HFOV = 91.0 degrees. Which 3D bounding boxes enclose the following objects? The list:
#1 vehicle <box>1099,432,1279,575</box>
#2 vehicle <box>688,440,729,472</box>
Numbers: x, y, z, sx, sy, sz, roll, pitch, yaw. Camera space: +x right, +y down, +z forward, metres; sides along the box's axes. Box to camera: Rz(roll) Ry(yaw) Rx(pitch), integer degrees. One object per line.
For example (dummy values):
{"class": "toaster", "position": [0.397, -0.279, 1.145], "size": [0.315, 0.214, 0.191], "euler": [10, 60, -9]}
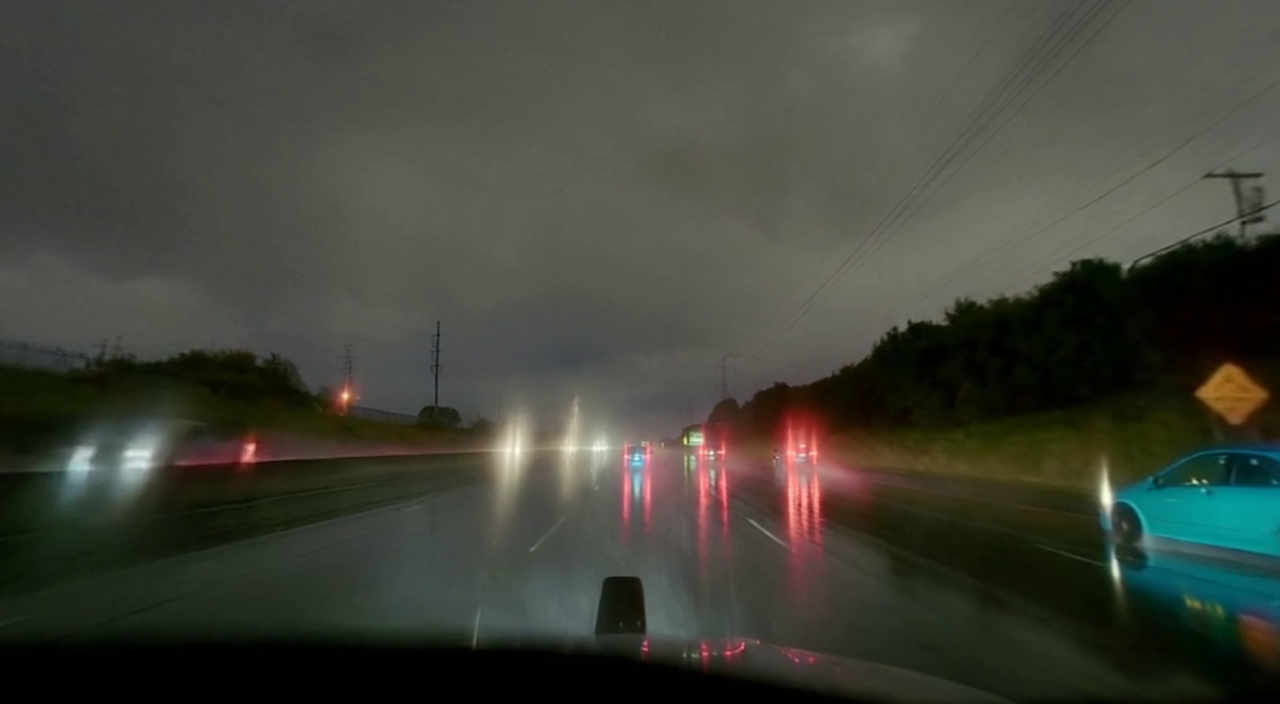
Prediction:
{"class": "vehicle", "position": [7.974, 1.698, 7.117], "size": [1.970, 1.545, 4.818], "euler": [0, -8, 0]}
{"class": "vehicle", "position": [4.092, 6.313, 38.408], "size": [2.159, 1.782, 4.673], "euler": [0, -8, 2]}
